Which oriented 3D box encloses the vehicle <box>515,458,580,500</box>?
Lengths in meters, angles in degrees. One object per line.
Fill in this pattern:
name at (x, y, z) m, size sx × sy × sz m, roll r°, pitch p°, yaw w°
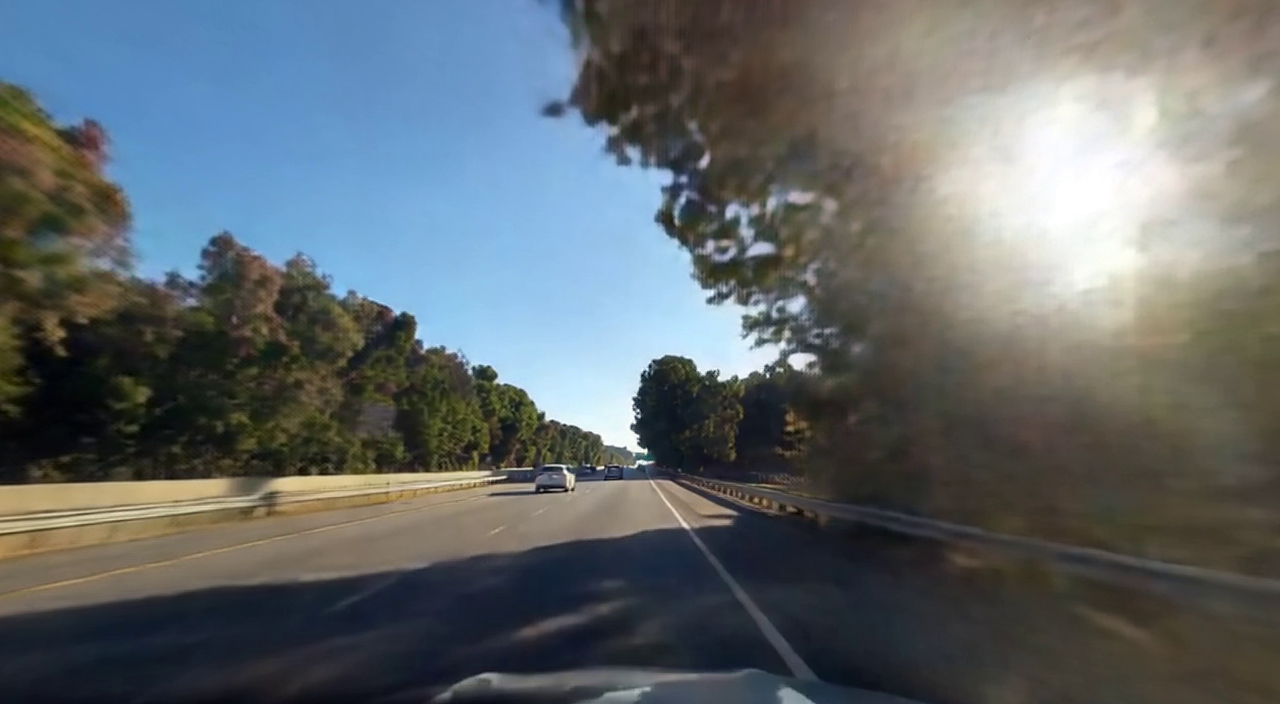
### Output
vehicle at (-3.893, 5.488, 27.357) m, size 2.042 × 1.629 × 4.276 m, roll 0°, pitch -10°, yaw 2°
